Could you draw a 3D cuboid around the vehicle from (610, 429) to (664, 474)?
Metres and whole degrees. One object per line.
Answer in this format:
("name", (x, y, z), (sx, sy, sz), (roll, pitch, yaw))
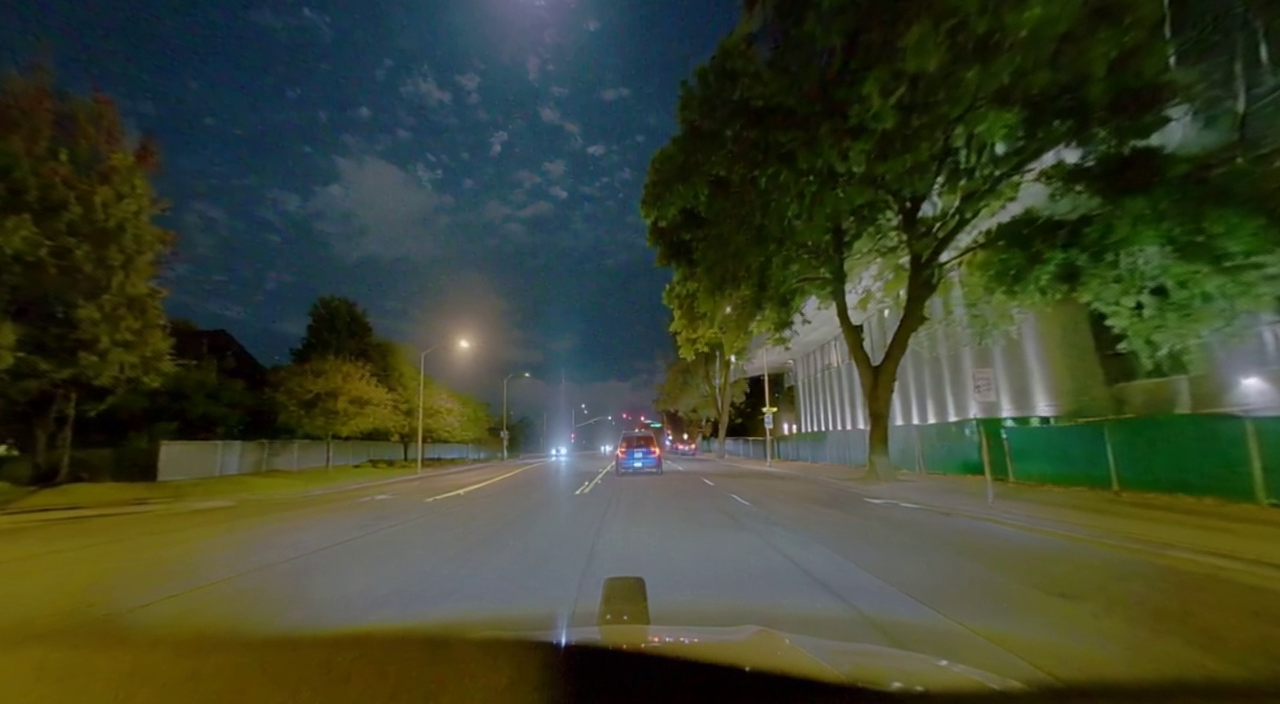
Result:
("vehicle", (-0.148, 4.770, 30.339), (2.386, 1.947, 4.168), (0, -8, 0))

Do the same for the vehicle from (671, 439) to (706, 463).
("vehicle", (3.620, 7.495, 48.033), (2.138, 1.699, 4.852), (0, -8, -2))
